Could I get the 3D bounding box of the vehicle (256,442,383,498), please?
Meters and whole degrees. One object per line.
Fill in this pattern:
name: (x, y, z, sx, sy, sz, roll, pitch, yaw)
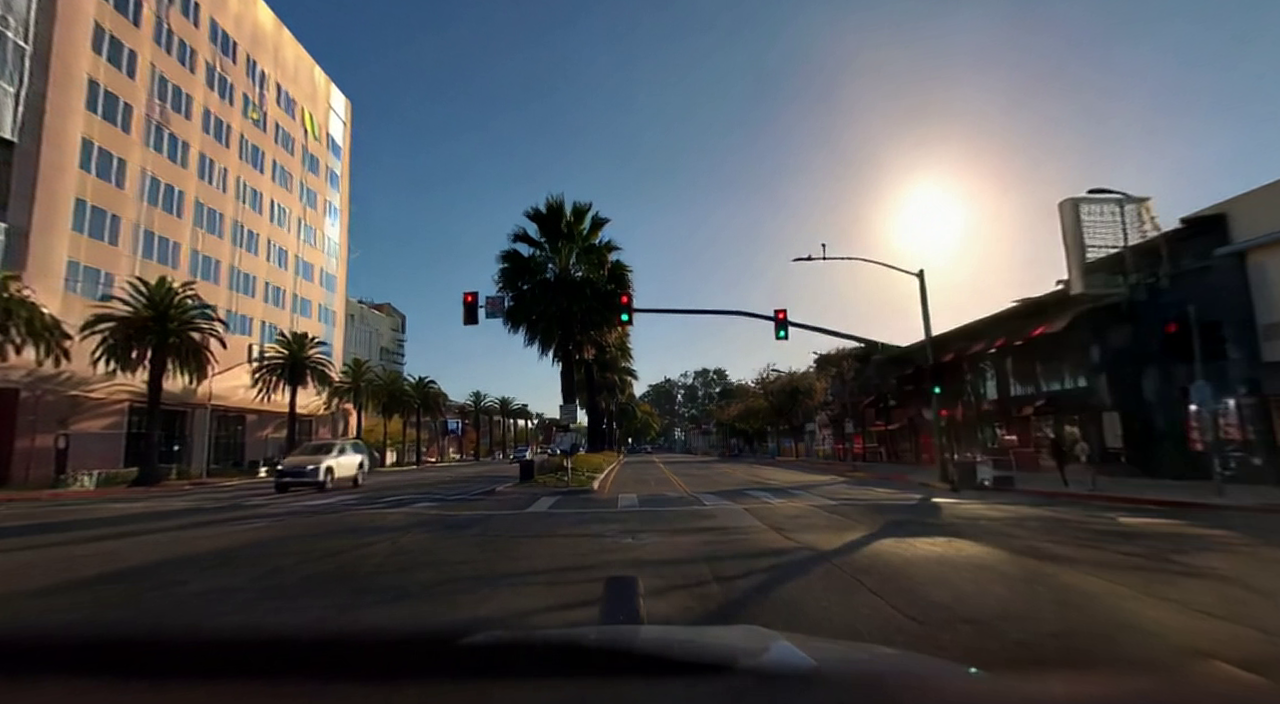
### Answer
vehicle: (-12.891, 4.742, 26.002, 2.268, 2.016, 5.632, 0, -9, 0)
